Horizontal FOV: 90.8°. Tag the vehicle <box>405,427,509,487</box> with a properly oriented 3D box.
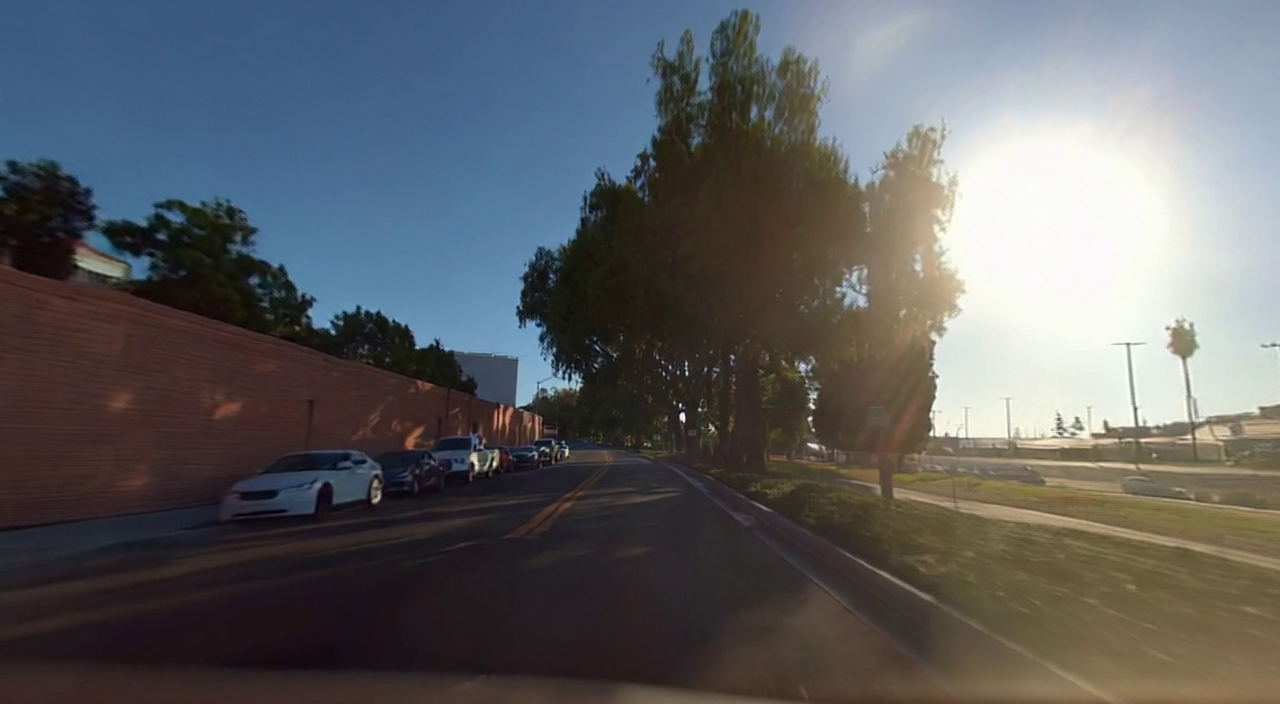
[{"bbox_3d":[-6.552,3.835,23.417,2.150,1.854,5.551,2,-8,0],"label":"vehicle"}]

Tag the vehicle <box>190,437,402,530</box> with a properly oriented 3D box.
[{"bbox_3d":[-6.721,2.557,13.023,1.989,1.485,4.218,2,-7,0],"label":"vehicle"}]
